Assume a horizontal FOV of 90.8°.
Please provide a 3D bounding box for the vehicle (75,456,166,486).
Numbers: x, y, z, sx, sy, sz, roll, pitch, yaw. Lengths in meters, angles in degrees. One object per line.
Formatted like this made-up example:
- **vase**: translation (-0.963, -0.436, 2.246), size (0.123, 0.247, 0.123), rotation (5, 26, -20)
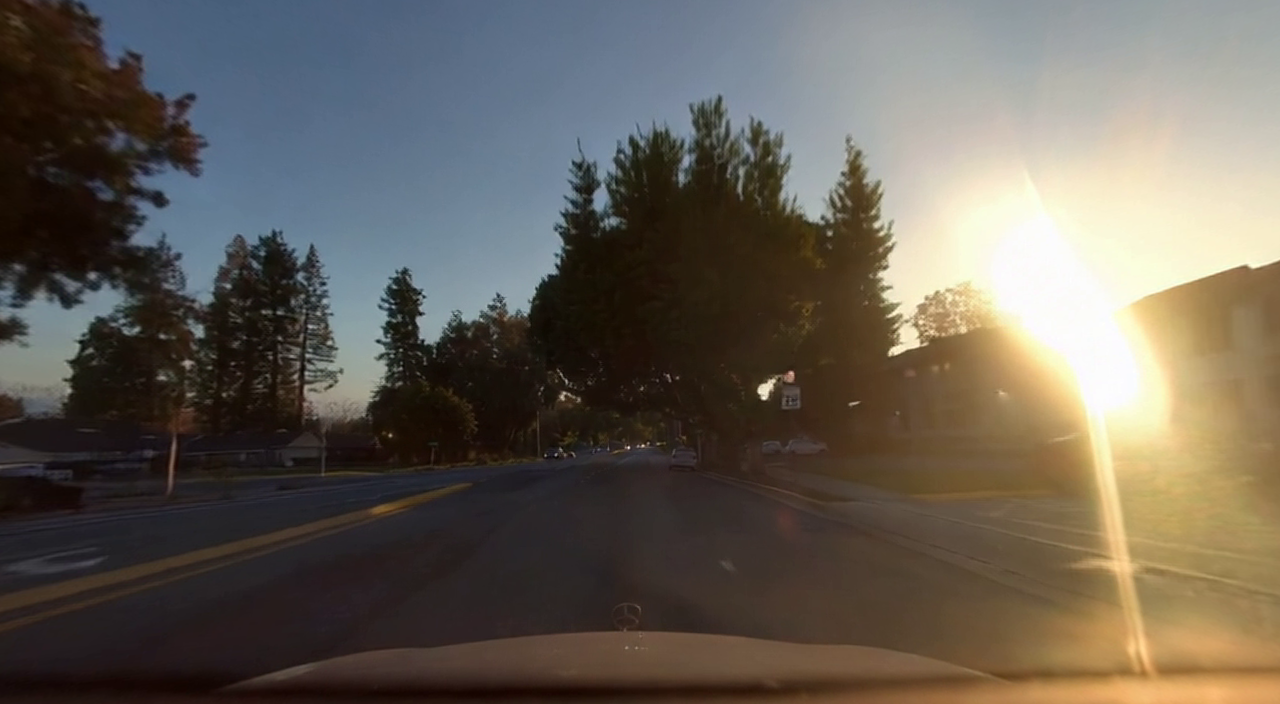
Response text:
- **vehicle**: translation (-36.046, 8.246, 44.047), size (2.007, 1.822, 4.919), rotation (0, -8, 2)

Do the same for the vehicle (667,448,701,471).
- **vehicle**: translation (3.108, 7.763, 45.919), size (2.080, 1.503, 4.821), rotation (0, -8, -1)

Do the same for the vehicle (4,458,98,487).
- **vehicle**: translation (-41.563, 8.504, 44.737), size (2.105, 1.834, 4.518), rotation (0, -8, 3)
